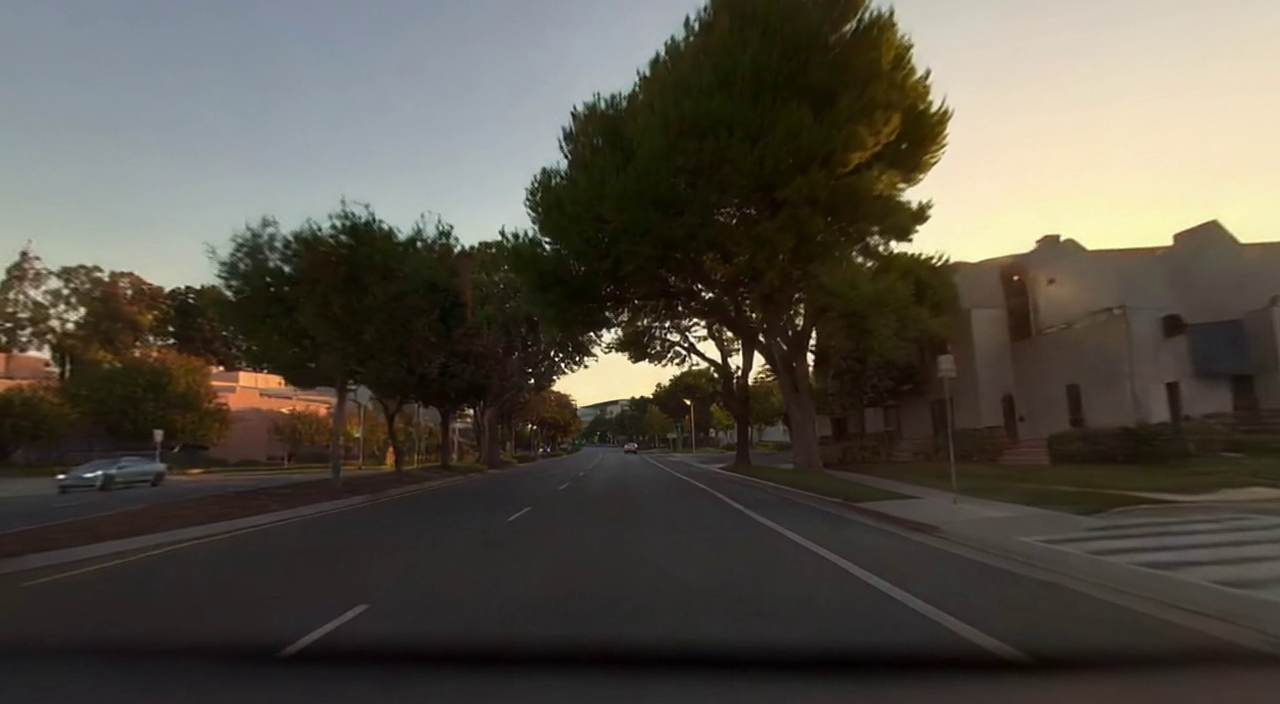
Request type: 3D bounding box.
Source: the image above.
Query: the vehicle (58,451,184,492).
[{"bbox_3d":[-24.010,5.500,29.486,2.150,1.710,4.503,0,-8,-3],"label":"vehicle"}]
